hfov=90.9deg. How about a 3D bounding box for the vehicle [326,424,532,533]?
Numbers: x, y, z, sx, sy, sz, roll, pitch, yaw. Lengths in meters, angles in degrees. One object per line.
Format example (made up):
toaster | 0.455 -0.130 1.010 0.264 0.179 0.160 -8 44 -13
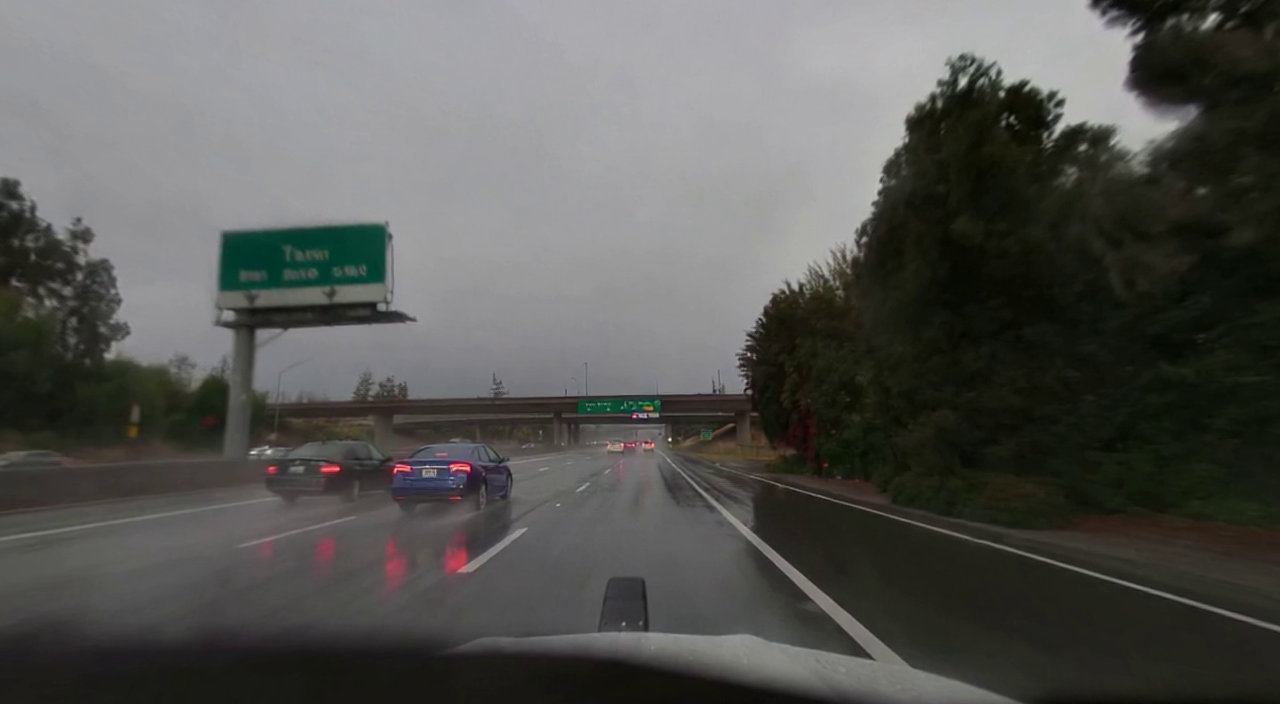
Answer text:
vehicle | -3.597 2.265 11.897 2.210 1.628 4.586 0 -9 1

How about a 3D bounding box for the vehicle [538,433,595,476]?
vehicle | -3.298 4.728 29.259 2.080 1.811 4.644 0 -9 1

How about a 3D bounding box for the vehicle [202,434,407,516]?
vehicle | -7.240 2.682 14.328 2.029 1.530 4.620 0 -8 1
